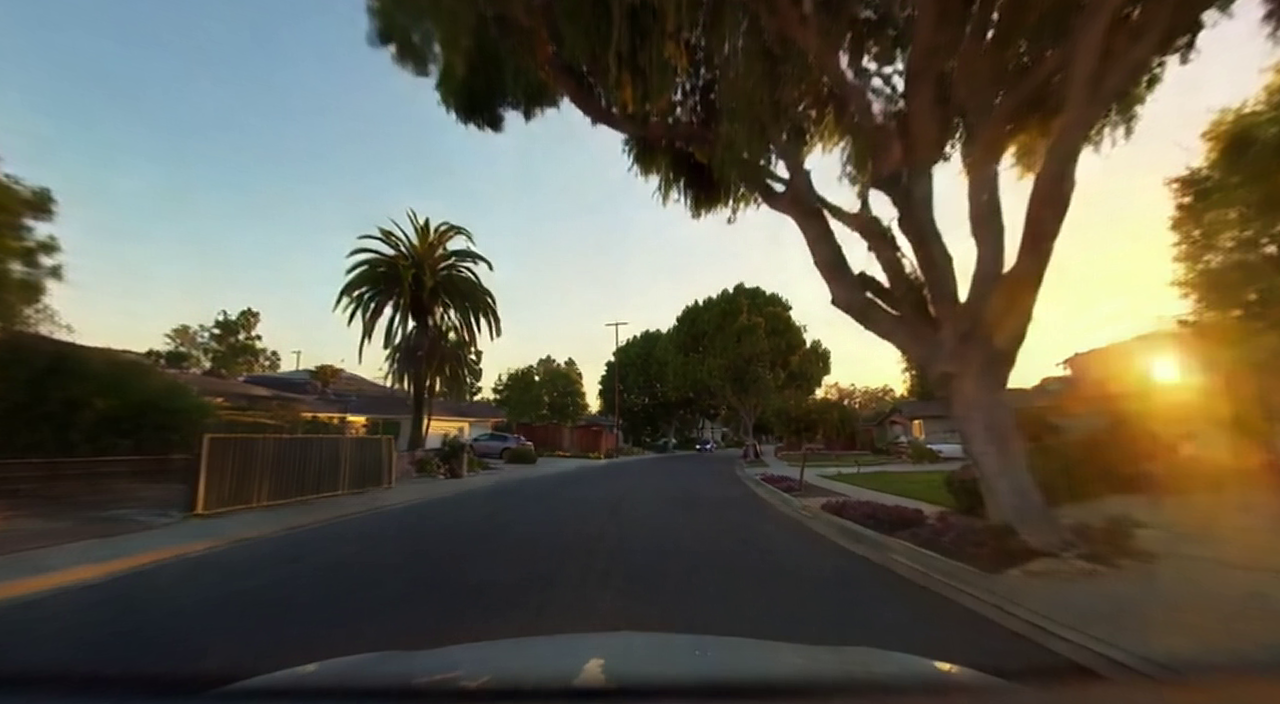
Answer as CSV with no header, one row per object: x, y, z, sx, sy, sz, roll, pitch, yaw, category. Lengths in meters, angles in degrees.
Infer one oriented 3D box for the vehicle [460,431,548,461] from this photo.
-9.293,6.433,43.426,5.497,1.983,2.191,-1,-8,6,vehicle
